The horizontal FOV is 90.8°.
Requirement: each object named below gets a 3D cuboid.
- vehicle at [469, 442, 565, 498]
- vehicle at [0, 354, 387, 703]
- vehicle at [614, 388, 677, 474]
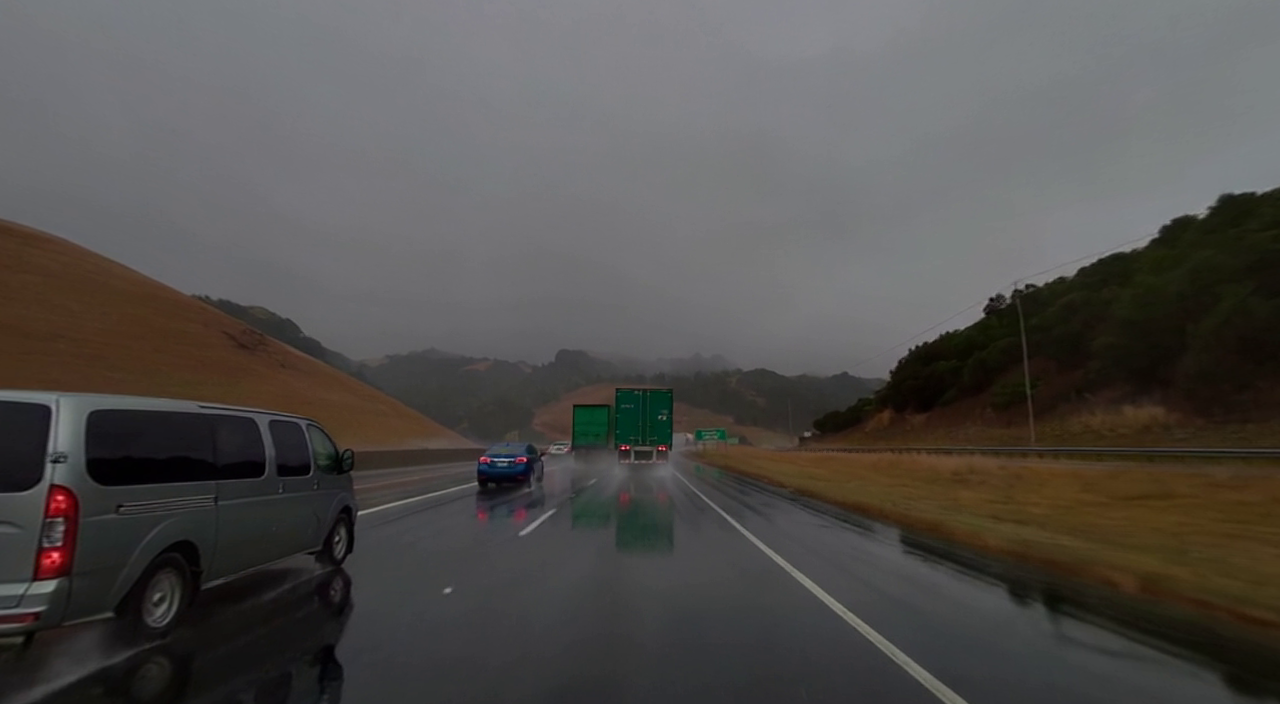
[{"bbox_3d":[-3.513,3.425,18.808,1.950,1.446,4.224,0,-8,1],"label":"vehicle"},{"bbox_3d":[-4.146,1.196,5.017,2.136,1.779,4.875,0,-8,1],"label":"vehicle"},{"bbox_3d":[0.391,4.496,35.039,2.913,3.988,10.874,0,-8,1],"label":"vehicle"}]
